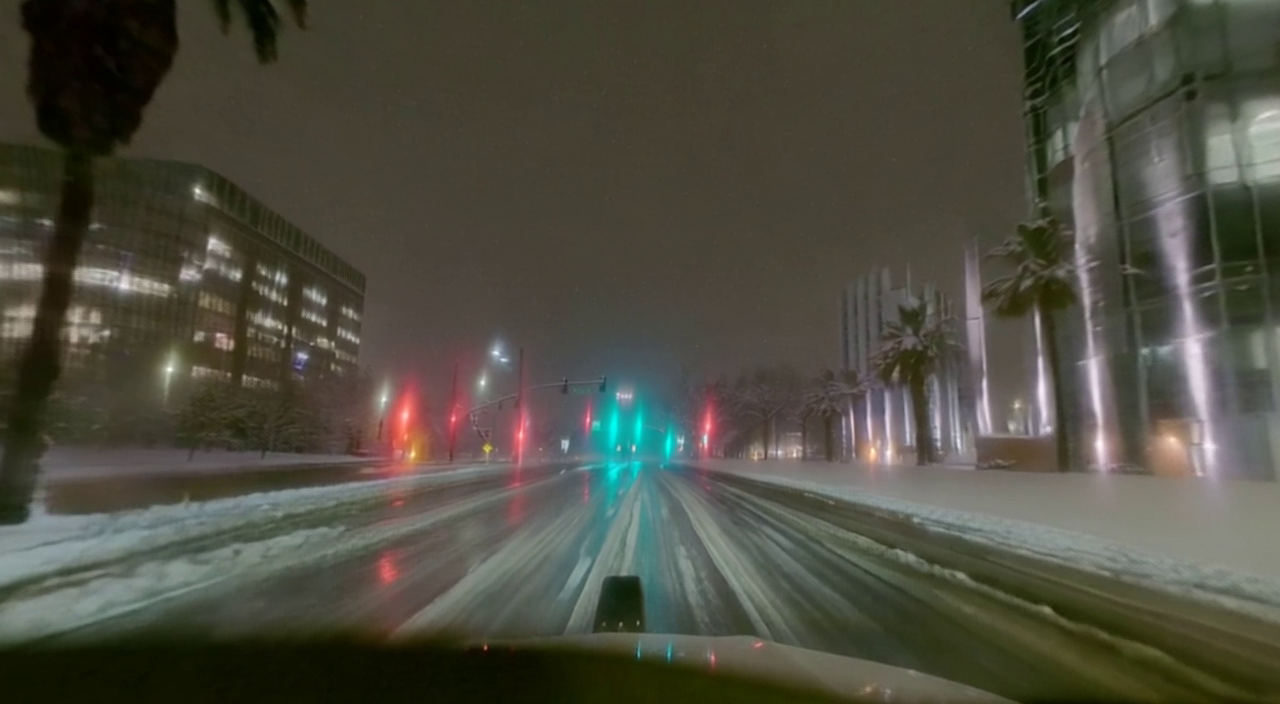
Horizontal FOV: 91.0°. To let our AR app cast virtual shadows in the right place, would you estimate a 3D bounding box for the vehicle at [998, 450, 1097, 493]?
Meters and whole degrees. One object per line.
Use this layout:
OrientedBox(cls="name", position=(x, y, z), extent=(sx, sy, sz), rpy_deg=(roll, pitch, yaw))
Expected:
OrientedBox(cls="vehicle", position=(28.290, 8.465, 44.088), extent=(2.599, 2.380, 6.013), rpy_deg=(2, -16, -3))
